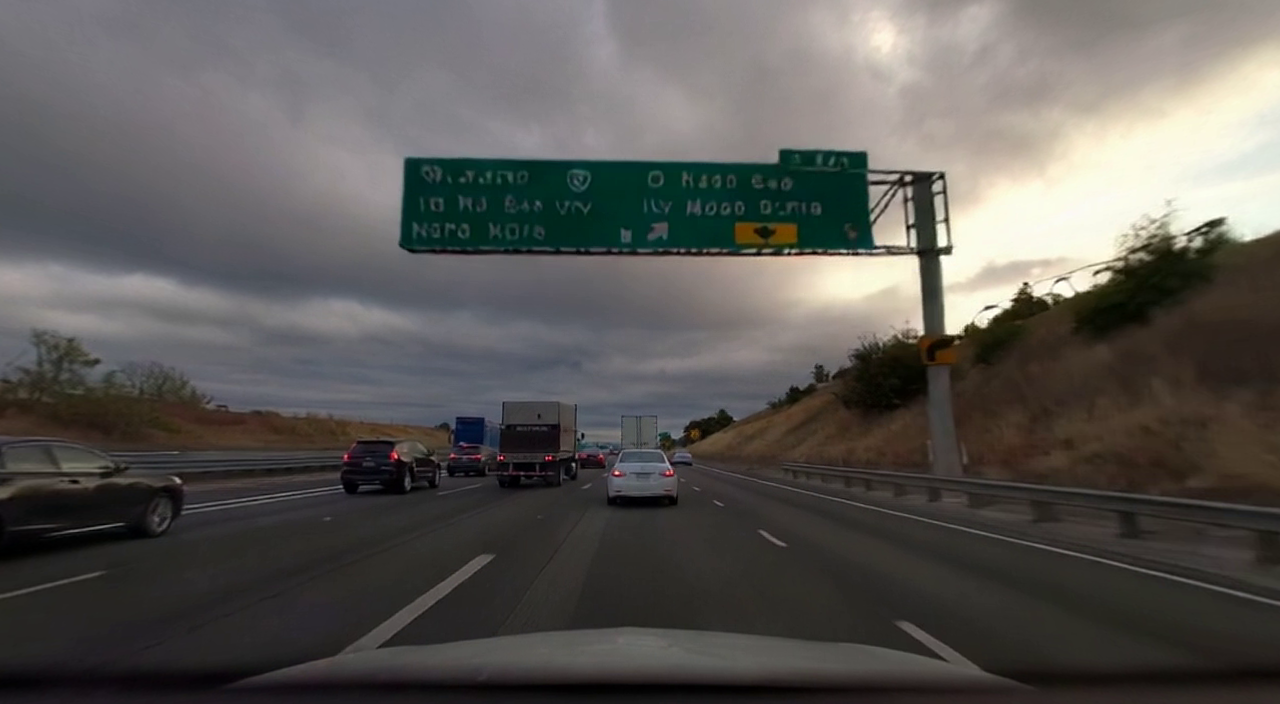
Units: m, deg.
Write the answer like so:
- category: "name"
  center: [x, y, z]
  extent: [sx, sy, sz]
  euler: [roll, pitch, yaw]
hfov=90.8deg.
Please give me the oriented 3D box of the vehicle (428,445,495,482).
- category: "vehicle"
  center: [-8.015, 5.031, 28.680]
  extent: [1.880, 1.512, 3.758]
  euler: [-1, -9, 1]

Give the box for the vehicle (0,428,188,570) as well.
- category: "vehicle"
  center: [-7.867, 1.658, 7.234]
  extent: [1.879, 1.521, 4.623]
  euler: [-1, -9, 1]

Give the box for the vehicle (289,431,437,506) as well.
- category: "vehicle"
  center: [-7.271, 3.106, 17.147]
  extent: [1.952, 1.746, 4.332]
  euler: [-1, -9, 1]

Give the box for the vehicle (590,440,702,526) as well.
- category: "vehicle"
  center: [0.087, 2.603, 12.994]
  extent: [1.995, 1.495, 3.380]
  euler: [0, -9, -1]

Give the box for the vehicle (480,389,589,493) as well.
- category: "vehicle"
  center: [-3.718, 3.435, 24.203]
  extent: [2.812, 3.342, 7.248]
  euler: [-1, -9, 1]
